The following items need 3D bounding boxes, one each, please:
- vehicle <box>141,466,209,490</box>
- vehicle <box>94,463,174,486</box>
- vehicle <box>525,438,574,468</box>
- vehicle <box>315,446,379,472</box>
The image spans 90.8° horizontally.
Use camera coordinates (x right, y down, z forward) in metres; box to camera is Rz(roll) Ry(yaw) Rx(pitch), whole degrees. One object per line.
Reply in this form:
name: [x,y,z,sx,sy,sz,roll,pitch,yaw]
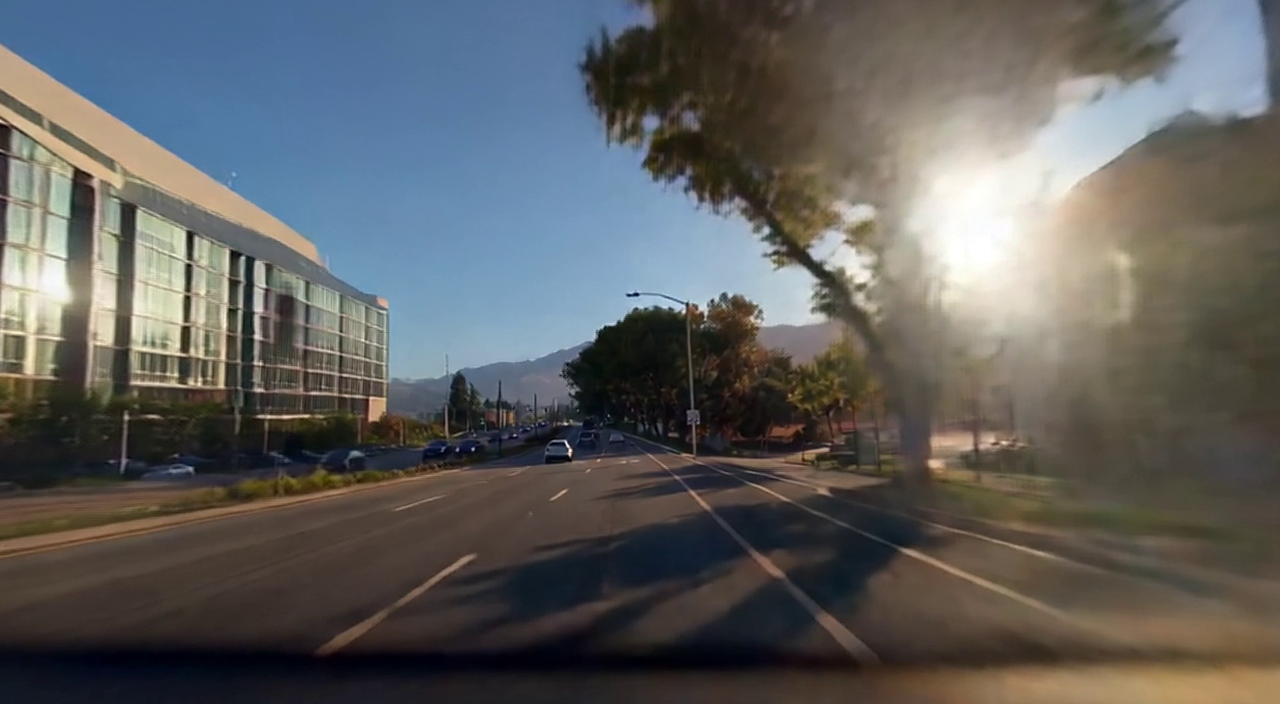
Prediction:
vehicle: [-33.506,9.060,45.634,1.677,1.410,4.130,0,-7,2]
vehicle: [-39.437,9.534,49.307,4.336,1.572,1.985,2,-8,-12]
vehicle: [-4.729,5.331,33.509,2.025,1.474,4.292,0,-8,-1]
vehicle: [-20.036,7.337,43.489,2.077,1.655,4.570,0,-8,2]
